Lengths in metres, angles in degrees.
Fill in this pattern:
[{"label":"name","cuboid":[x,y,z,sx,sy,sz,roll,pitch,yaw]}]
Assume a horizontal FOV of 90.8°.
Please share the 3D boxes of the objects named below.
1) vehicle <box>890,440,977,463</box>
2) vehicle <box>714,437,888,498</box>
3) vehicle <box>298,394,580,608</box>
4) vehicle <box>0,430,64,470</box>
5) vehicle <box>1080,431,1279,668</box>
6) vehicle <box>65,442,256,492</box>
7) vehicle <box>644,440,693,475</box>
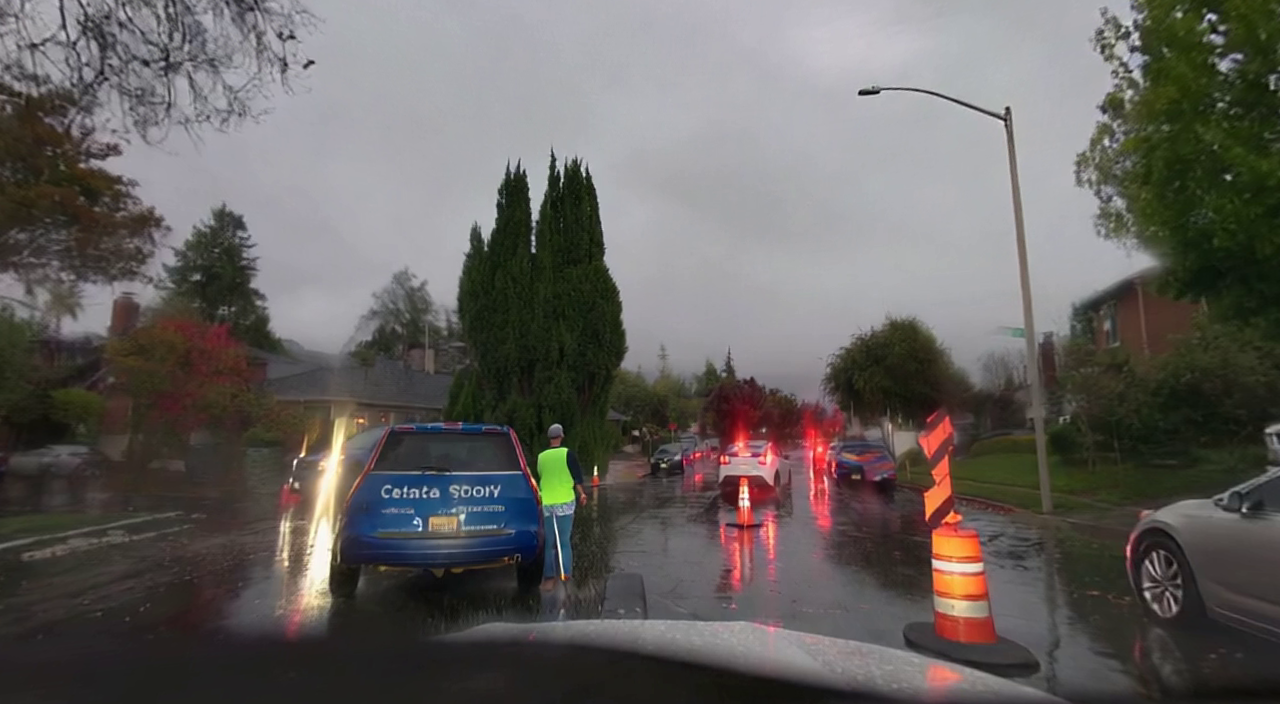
[{"label":"vehicle","cuboid":[20.399,6.932,44.070,5.066,1.534,1.905,-1,-9,7]},{"label":"vehicle","cuboid":[4.825,3.391,19.062,4.656,1.577,2.099,2,-8,-21]},{"label":"vehicle","cuboid":[-2.399,1.566,7.579,2.350,1.748,4.094,3,-9,-20]},{"label":"vehicle","cuboid":[-31.213,4.783,30.814,1.908,1.898,4.120,-2,-9,10]},{"label":"vehicle","cuboid":[4.946,1.226,3.796,1.808,1.490,4.711,-1,-9,9]},{"label":"vehicle","cuboid":[-15.519,3.682,20.542,5.022,1.497,1.996,-2,-9,11]},{"label":"vehicle","cuboid":[1.628,5.659,34.176,2.014,1.742,4.297,-2,-9,11]}]
